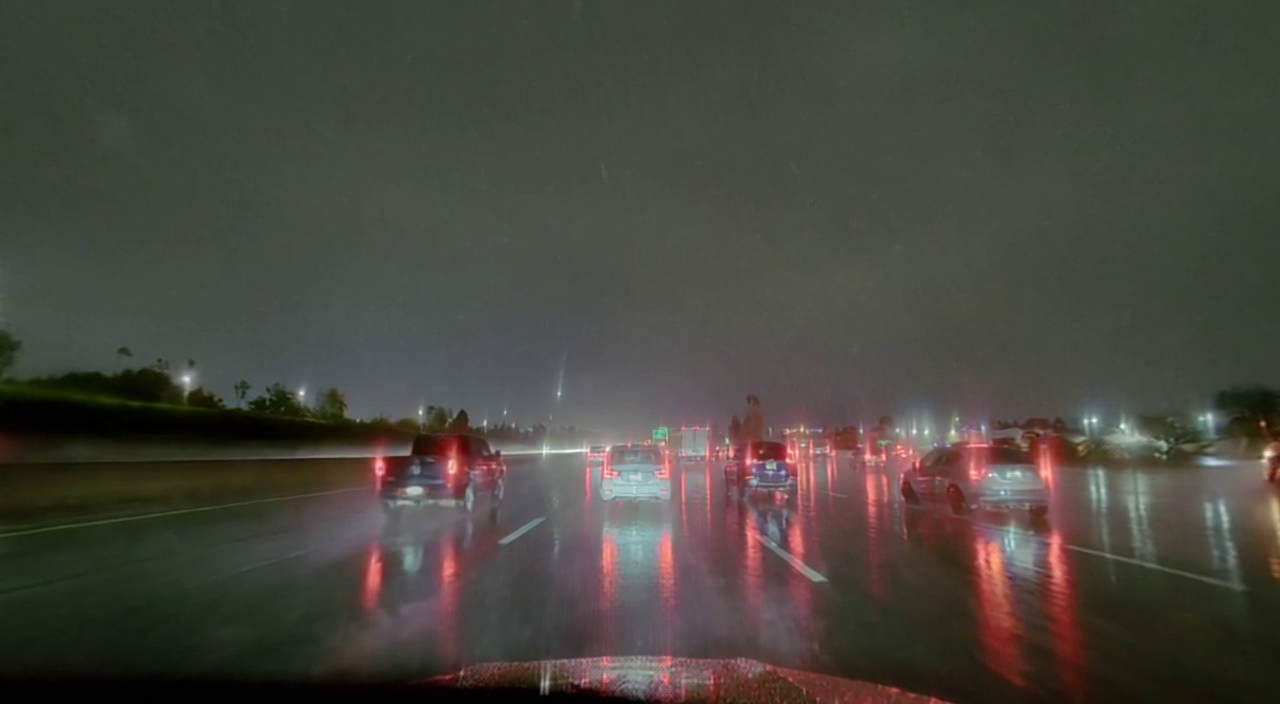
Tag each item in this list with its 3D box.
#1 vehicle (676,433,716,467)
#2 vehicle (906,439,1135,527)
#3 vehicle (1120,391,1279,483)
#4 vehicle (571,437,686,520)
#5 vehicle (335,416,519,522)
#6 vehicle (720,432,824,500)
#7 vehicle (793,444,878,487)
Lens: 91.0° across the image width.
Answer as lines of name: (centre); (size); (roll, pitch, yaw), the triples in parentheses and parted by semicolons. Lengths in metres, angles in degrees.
vehicle: (3.999, 7.154, 46.059); (2.440, 2.313, 5.266); (0, -9, 0)
vehicle: (7.605, 2.632, 13.281); (2.021, 1.505, 4.480); (0, -9, 0)
vehicle: (29.244, 4.303, 31.254); (2.957, 4.007, 8.656); (0, -9, -8)
vehicle: (-0.181, 2.655, 13.741); (2.132, 1.499, 4.038); (0, -9, 1)
vehicle: (-3.993, 2.300, 12.796); (2.079, 1.741, 4.436); (0, -9, 1)
vehicle: (3.575, 3.172, 17.896); (2.053, 1.666, 4.106); (0, -9, 0)
vehicle: (7.383, 4.311, 24.260); (1.942, 1.482, 4.250); (0, -9, 0)
